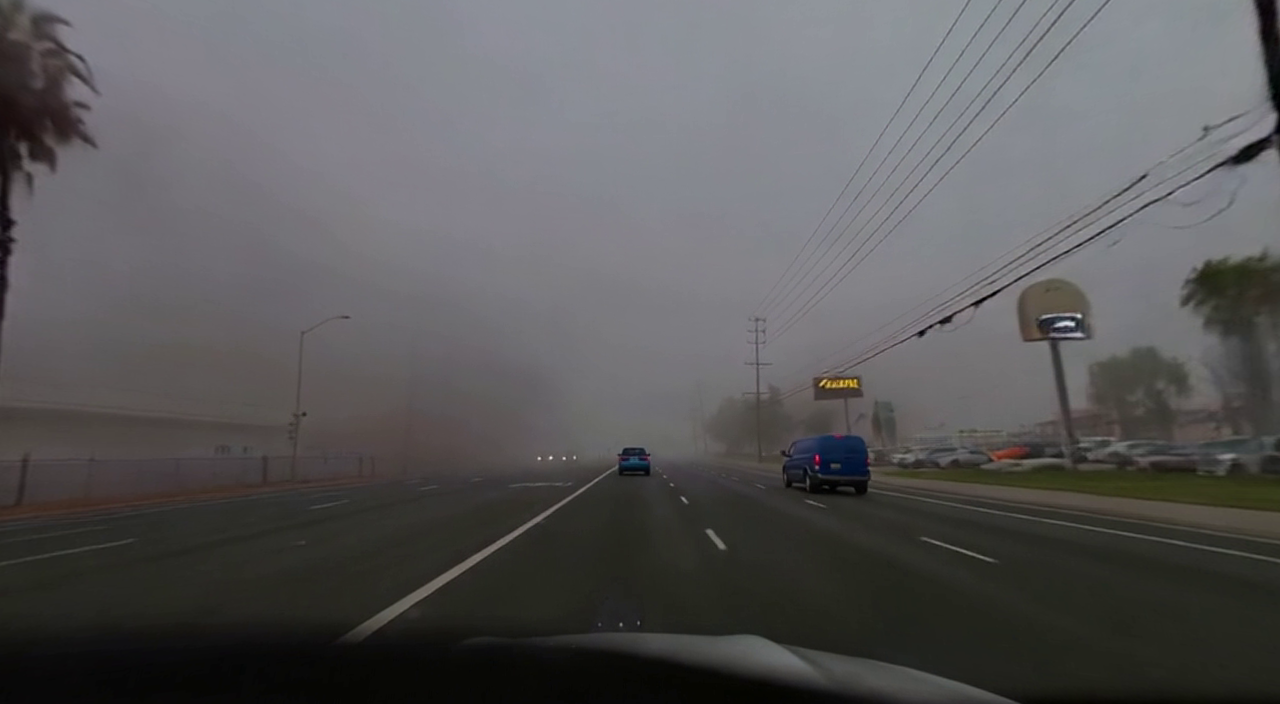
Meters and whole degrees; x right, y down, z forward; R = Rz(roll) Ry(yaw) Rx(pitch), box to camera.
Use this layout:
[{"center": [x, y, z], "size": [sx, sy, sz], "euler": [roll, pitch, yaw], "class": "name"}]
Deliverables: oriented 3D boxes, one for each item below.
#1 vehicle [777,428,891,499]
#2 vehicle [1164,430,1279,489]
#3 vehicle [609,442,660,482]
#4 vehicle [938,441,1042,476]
[{"center": [5.868, 3.427, 19.691], "size": [2.107, 1.928, 4.471], "euler": [0, -9, 0], "class": "vehicle"}, {"center": [18.115, 3.060, 18.091], "size": [4.075, 1.575, 2.171], "euler": [-1, -9, 1], "class": "vehicle"}, {"center": [-0.242, 4.957, 28.673], "size": [2.138, 1.672, 4.168], "euler": [0, -9, 0], "class": "vehicle"}, {"center": [17.718, 5.398, 32.026], "size": [4.008, 1.432, 1.913], "euler": [-4, -9, 0], "class": "vehicle"}]
